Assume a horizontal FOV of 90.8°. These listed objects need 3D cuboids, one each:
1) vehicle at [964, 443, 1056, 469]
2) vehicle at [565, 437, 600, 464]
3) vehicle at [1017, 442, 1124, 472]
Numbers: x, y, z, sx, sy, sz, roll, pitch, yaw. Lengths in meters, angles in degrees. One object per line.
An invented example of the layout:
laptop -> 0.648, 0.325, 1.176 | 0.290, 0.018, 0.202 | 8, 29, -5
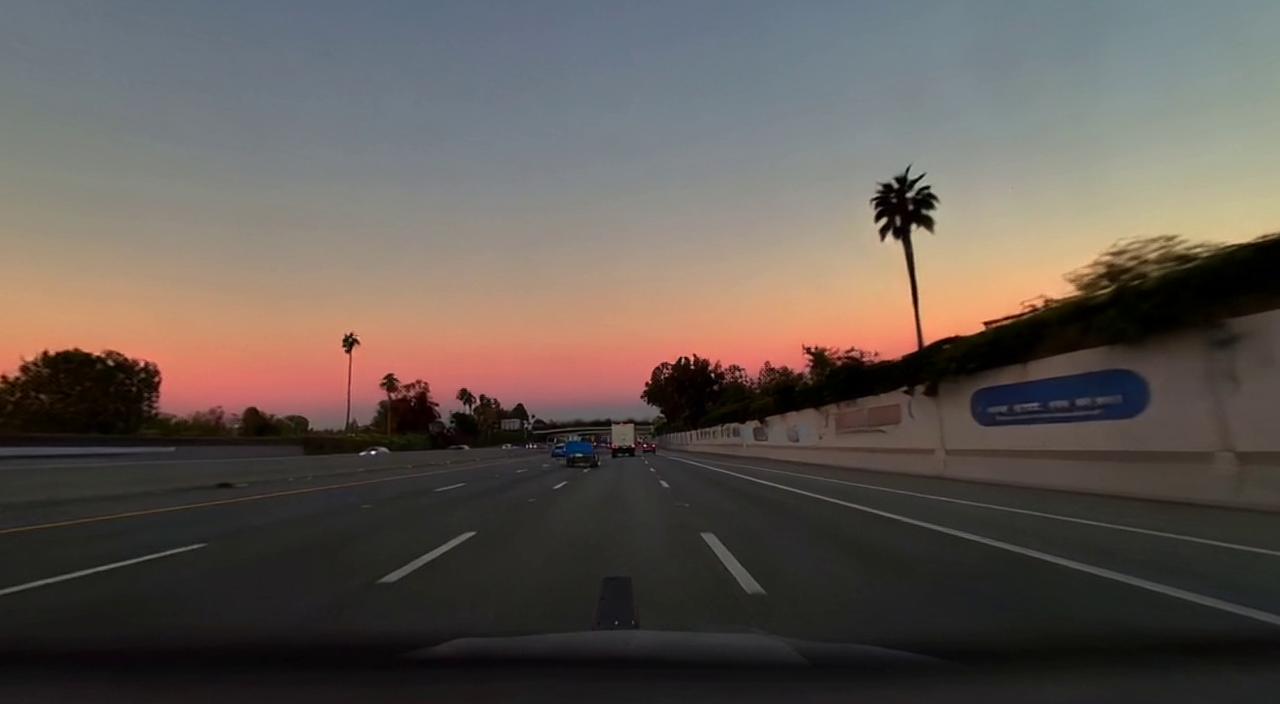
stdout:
vehicle -> 22.970, 6.460, 39.323 | 4.397, 1.495, 2.110 | 0, -9, 1
vehicle -> -4.469, 7.764, 49.943 | 2.390, 2.007, 4.901 | 0, -9, -1
vehicle -> 23.175, 5.653, 34.119 | 4.210, 1.539, 2.121 | 0, -9, -2
